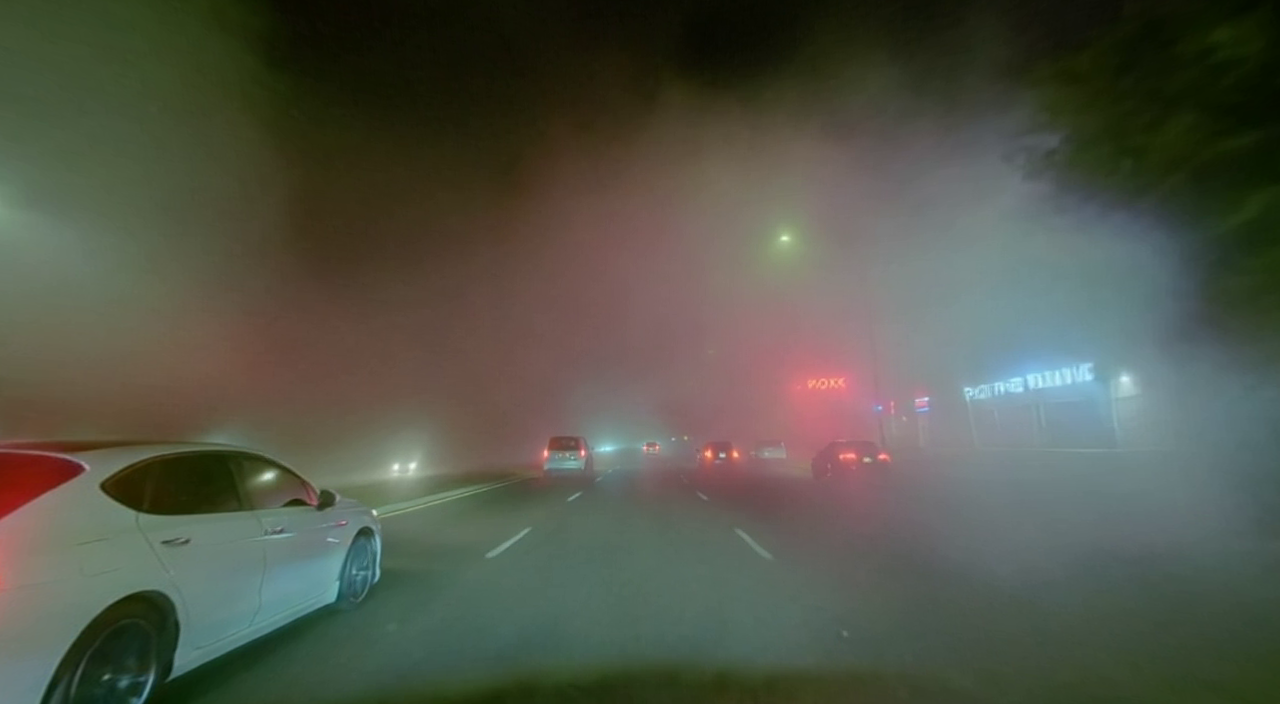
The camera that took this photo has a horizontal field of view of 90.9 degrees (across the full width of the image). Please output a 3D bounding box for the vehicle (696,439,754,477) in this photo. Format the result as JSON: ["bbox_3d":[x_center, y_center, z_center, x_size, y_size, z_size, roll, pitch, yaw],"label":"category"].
[{"bbox_3d":[3.602,4.569,27.385,1.904,1.490,4.299,0,-8,0],"label":"vehicle"}]

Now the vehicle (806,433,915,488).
[{"bbox_3d":[7.397,3.685,21.740,2.089,1.678,4.725,0,-8,0],"label":"vehicle"}]

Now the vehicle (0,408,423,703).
[{"bbox_3d":[-3.262,1.203,4.028,1.956,1.460,4.802,0,-8,1],"label":"vehicle"}]

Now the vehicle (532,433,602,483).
[{"bbox_3d":[-2.782,4.189,25.243,2.193,1.788,4.603,0,-8,1],"label":"vehicle"}]

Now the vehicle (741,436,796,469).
[{"bbox_3d":[7.564,5.976,37.610,2.198,1.788,4.941,1,-8,0],"label":"vehicle"}]
